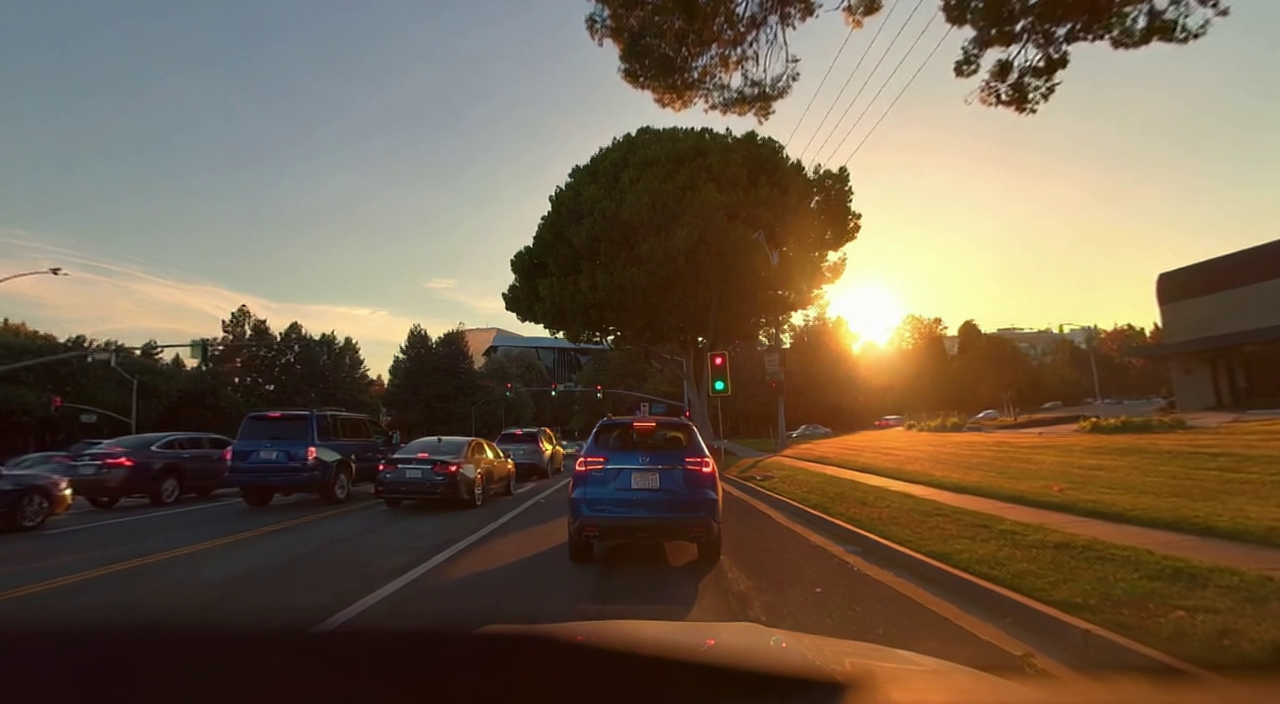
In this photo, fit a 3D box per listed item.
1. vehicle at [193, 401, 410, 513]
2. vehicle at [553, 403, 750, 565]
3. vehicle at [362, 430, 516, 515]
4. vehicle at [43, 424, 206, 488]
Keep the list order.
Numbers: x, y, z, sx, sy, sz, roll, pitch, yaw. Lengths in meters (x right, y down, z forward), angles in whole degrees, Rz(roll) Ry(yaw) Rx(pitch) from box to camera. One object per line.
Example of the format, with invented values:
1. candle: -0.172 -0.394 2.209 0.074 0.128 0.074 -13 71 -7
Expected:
1. vehicle: -7.386 2.380 14.652 2.195 2.093 5.185 0 -9 -1
2. vehicle: 0.099 1.709 8.838 2.055 1.681 4.270 0 -9 -1
3. vehicle: -4.080 2.514 13.675 1.942 1.523 4.212 0 -9 0
4. vehicle: -17.677 3.598 22.030 2.136 1.976 4.342 0 -9 -3
